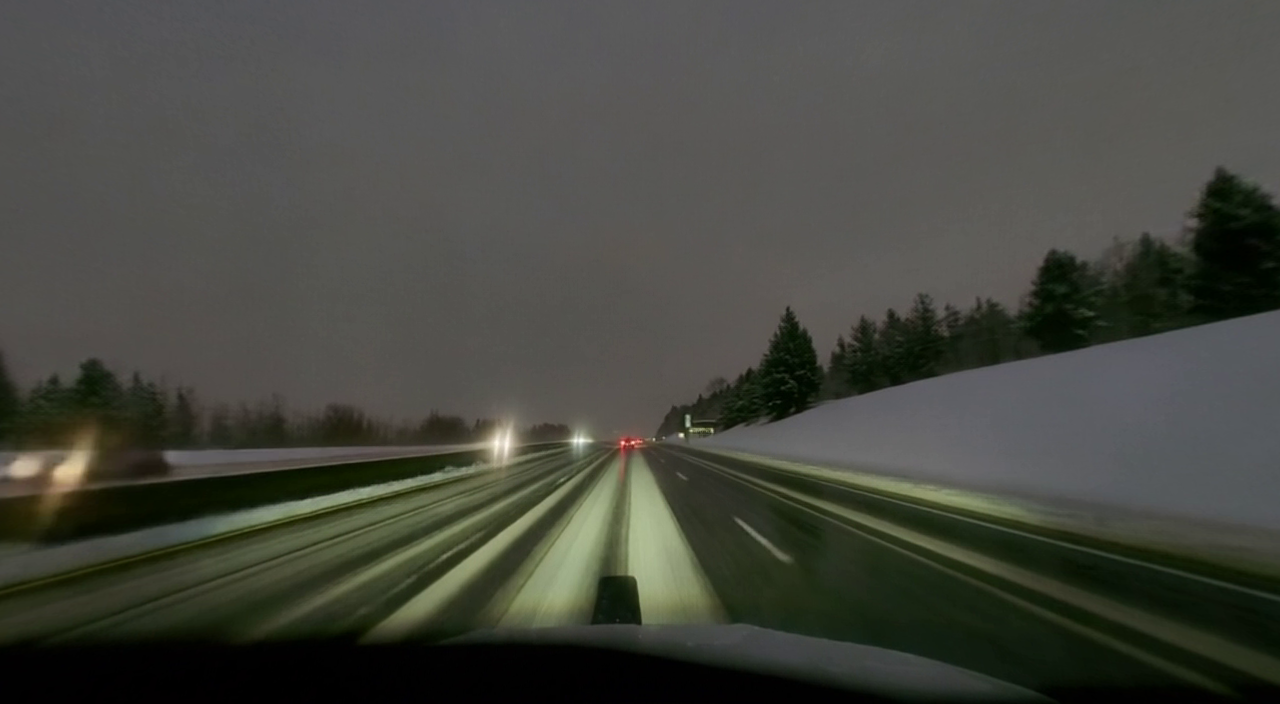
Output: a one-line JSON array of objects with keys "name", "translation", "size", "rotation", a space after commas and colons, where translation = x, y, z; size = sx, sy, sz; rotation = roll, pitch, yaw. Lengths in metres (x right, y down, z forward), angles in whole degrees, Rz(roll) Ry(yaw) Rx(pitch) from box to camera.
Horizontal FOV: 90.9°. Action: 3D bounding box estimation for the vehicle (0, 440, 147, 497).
[{"name": "vehicle", "translation": [-17.970, 3.505, 19.522], "size": [1.875, 1.515, 4.299], "rotation": [0, -8, 0]}]
